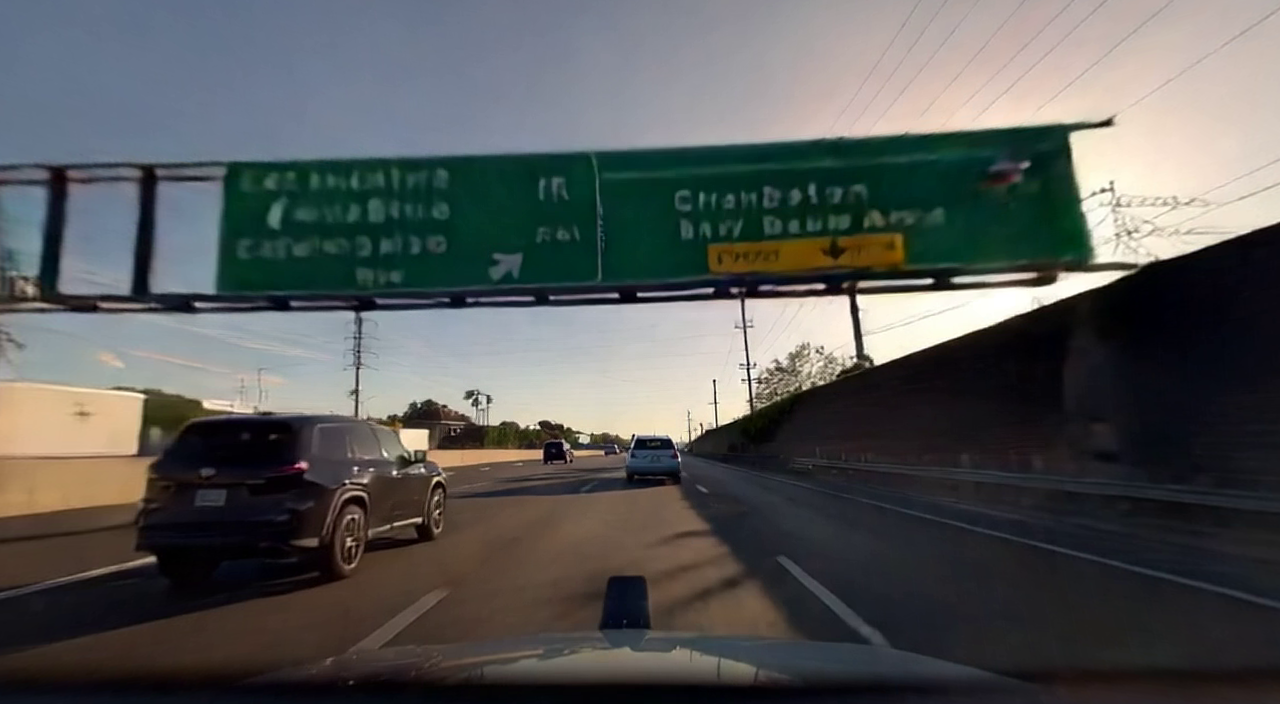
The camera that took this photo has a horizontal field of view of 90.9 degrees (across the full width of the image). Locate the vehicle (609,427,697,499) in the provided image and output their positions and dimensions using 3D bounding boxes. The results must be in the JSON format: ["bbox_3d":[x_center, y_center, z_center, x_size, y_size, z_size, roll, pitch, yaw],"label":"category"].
[{"bbox_3d":[0.315,2.993,17.374,2.134,1.733,4.049,0,-8,0],"label":"vehicle"}]

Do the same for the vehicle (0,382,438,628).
[{"bbox_3d":[-3.992,1.419,6.802,2.125,1.764,4.393,0,-8,0],"label":"vehicle"}]

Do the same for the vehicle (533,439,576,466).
[{"bbox_3d":[-6.026,7.107,44.819,2.220,1.841,4.516,0,-8,3],"label":"vehicle"}]
